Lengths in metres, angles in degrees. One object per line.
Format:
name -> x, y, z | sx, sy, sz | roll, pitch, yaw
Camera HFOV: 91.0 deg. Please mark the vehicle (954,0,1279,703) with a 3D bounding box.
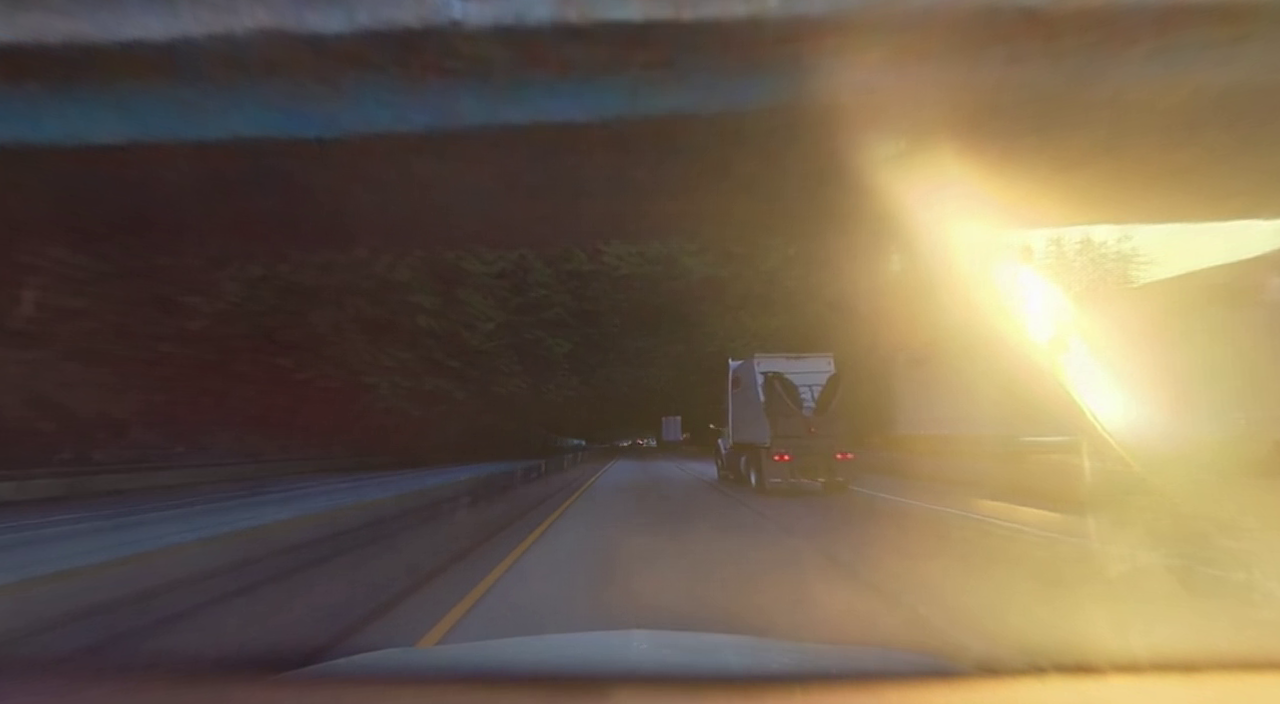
vehicle -> 4.018, -0.587, 0.477 | 3.006, 3.850, 8.310 | 0, -8, -1
